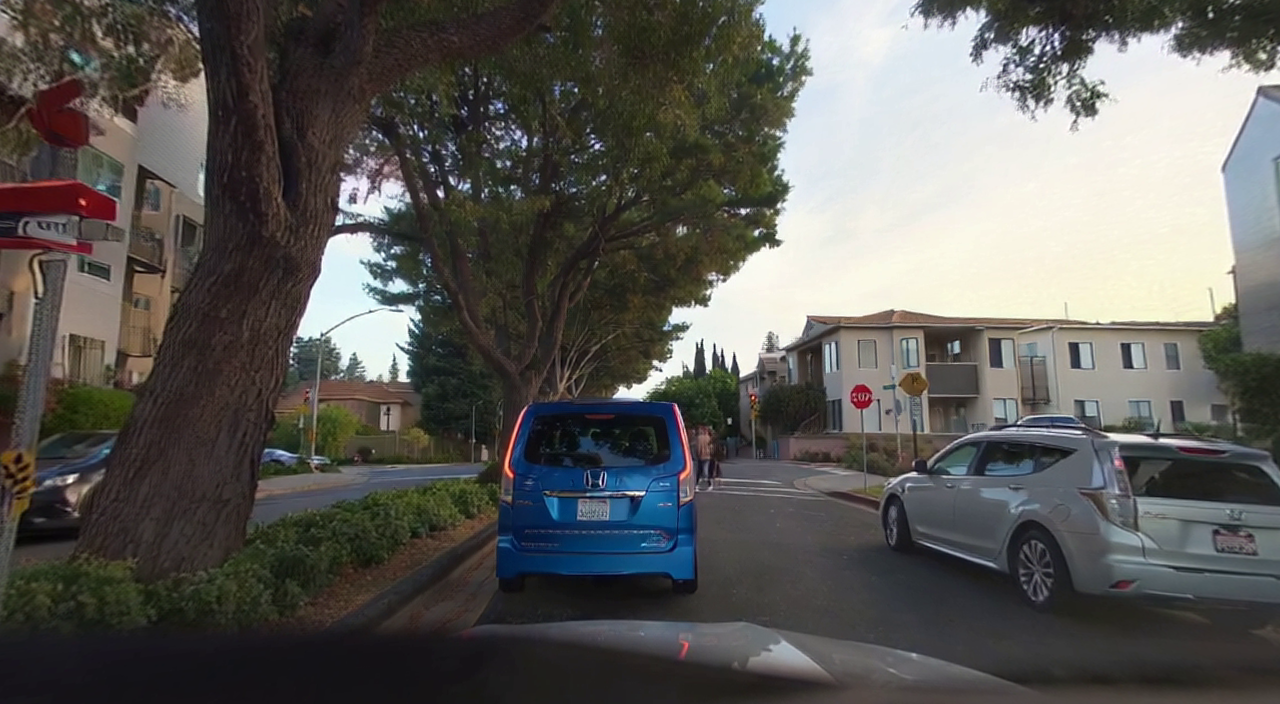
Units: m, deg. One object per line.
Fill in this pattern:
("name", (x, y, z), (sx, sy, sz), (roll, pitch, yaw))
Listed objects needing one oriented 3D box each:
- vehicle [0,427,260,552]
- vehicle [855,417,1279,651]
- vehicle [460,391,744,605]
("vehicle", (-8.291, 2.019, 10.052), (1.825, 1.532, 4.083), (-3, -7, 2))
("vehicle", (4.219, 1.679, 6.905), (1.959, 1.581, 4.731), (4, -9, -2))
("vehicle", (-0.327, 1.577, 7.709), (2.377, 1.787, 4.652), (0, -8, 0))
